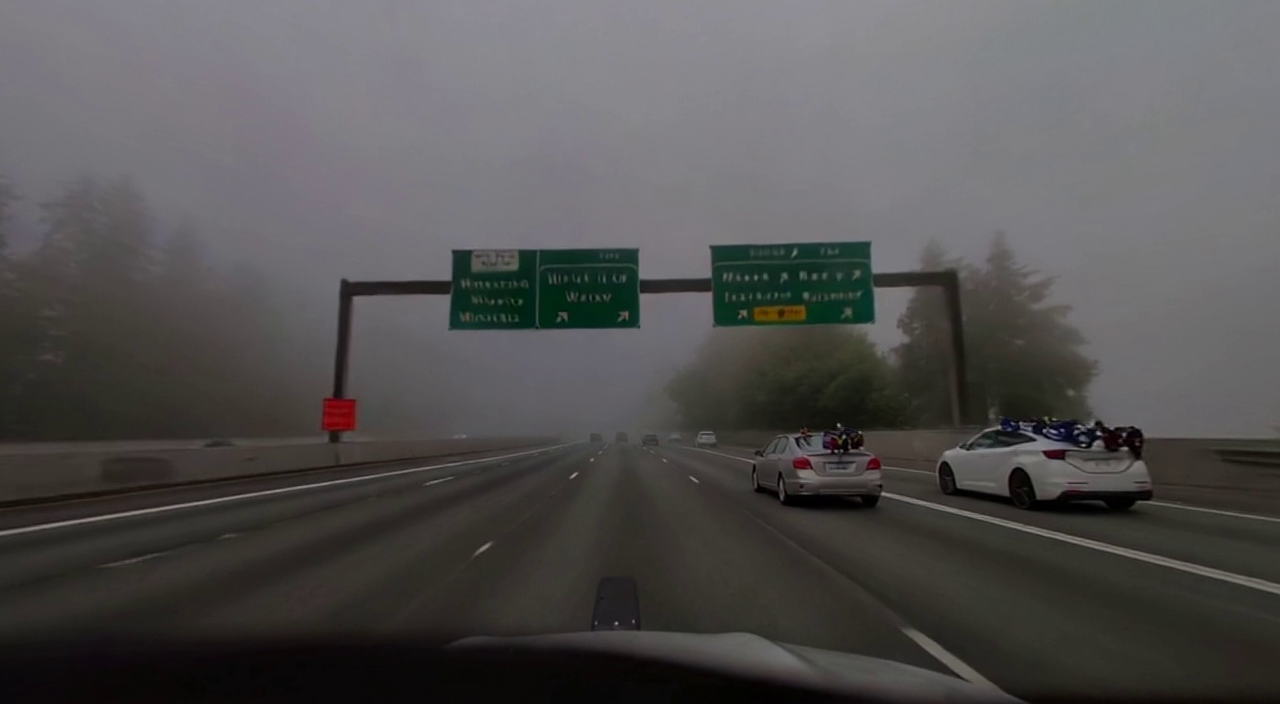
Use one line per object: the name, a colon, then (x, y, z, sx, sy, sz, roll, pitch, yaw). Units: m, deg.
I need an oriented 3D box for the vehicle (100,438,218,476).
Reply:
vehicle: (-20.734, 4.501, 27.425, 1.840, 1.471, 4.205, 0, -7, -1)

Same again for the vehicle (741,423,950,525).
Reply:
vehicle: (3.318, 2.057, 11.354, 2.094, 1.441, 4.568, 0, -8, -2)

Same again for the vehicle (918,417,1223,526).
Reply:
vehicle: (7.148, 2.002, 11.322, 2.034, 1.511, 4.785, 0, -8, -1)
